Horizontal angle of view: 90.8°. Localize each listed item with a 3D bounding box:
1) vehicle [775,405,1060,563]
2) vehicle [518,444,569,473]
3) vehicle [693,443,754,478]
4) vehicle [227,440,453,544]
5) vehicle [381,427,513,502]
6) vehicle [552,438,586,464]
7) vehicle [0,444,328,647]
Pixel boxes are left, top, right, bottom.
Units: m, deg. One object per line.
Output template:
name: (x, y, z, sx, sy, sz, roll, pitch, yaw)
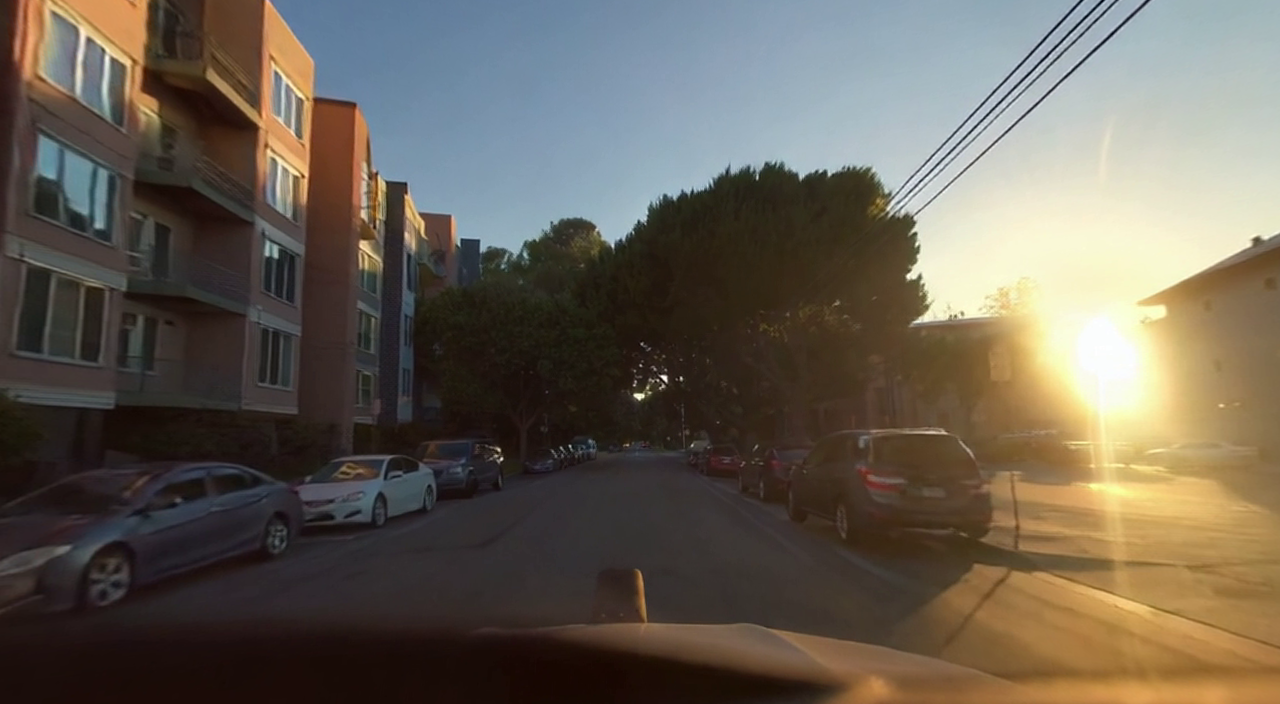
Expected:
vehicle: (3.754, 1.904, 9.870, 2.082, 1.809, 4.998, 0, -9, -1)
vehicle: (-5.218, 5.841, 34.833, 2.080, 1.458, 4.511, 0, -9, 0)
vehicle: (3.665, 4.865, 28.593, 1.881, 1.460, 4.737, 1, -9, -3)
vehicle: (-5.346, 2.518, 12.179, 2.026, 1.461, 4.837, -3, -9, 0)
vehicle: (-5.257, 3.157, 18.107, 2.213, 1.825, 4.986, 0, -9, 0)
vehicle: (-5.335, 7.571, 48.245, 2.069, 1.881, 4.697, 0, -9, 0)
vehicle: (-5.404, 1.759, 6.820, 1.799, 1.440, 4.411, -2, -9, 1)
